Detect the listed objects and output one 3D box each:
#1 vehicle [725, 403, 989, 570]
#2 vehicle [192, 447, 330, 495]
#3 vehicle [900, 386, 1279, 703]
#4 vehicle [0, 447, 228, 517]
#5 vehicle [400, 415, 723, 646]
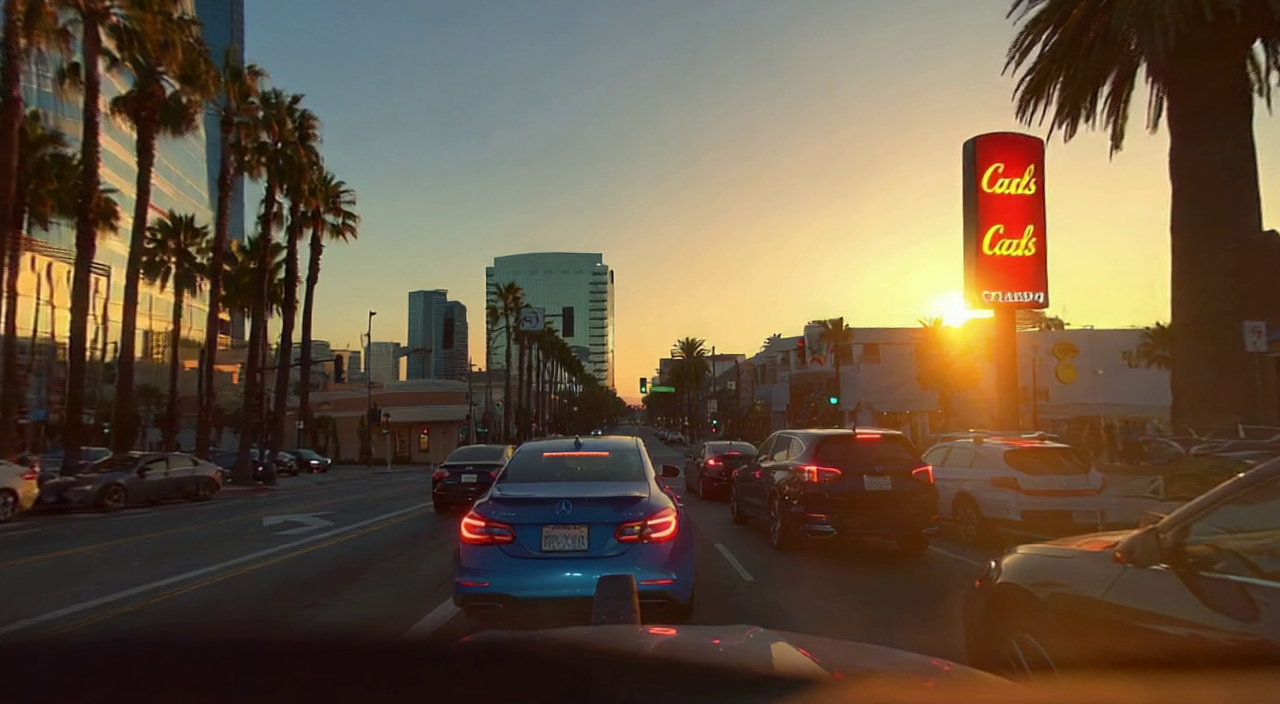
[{"bbox_3d":[2.636,1.776,9.069,2.096,1.775,4.440,0,-9,-2],"label":"vehicle"},{"bbox_3d":[-12.859,4.029,21.880,1.856,1.455,4.700,0,-9,0],"label":"vehicle"},{"bbox_3d":[2.622,0.813,1.477,2.085,1.469,4.458,0,-9,-1],"label":"vehicle"},{"bbox_3d":[-12.855,3.142,15.920,1.870,1.475,4.531,0,-9,0],"label":"vehicle"},{"bbox_3d":[-0.519,1.471,6.225,2.096,1.492,4.071,0,-9,0],"label":"vehicle"}]
